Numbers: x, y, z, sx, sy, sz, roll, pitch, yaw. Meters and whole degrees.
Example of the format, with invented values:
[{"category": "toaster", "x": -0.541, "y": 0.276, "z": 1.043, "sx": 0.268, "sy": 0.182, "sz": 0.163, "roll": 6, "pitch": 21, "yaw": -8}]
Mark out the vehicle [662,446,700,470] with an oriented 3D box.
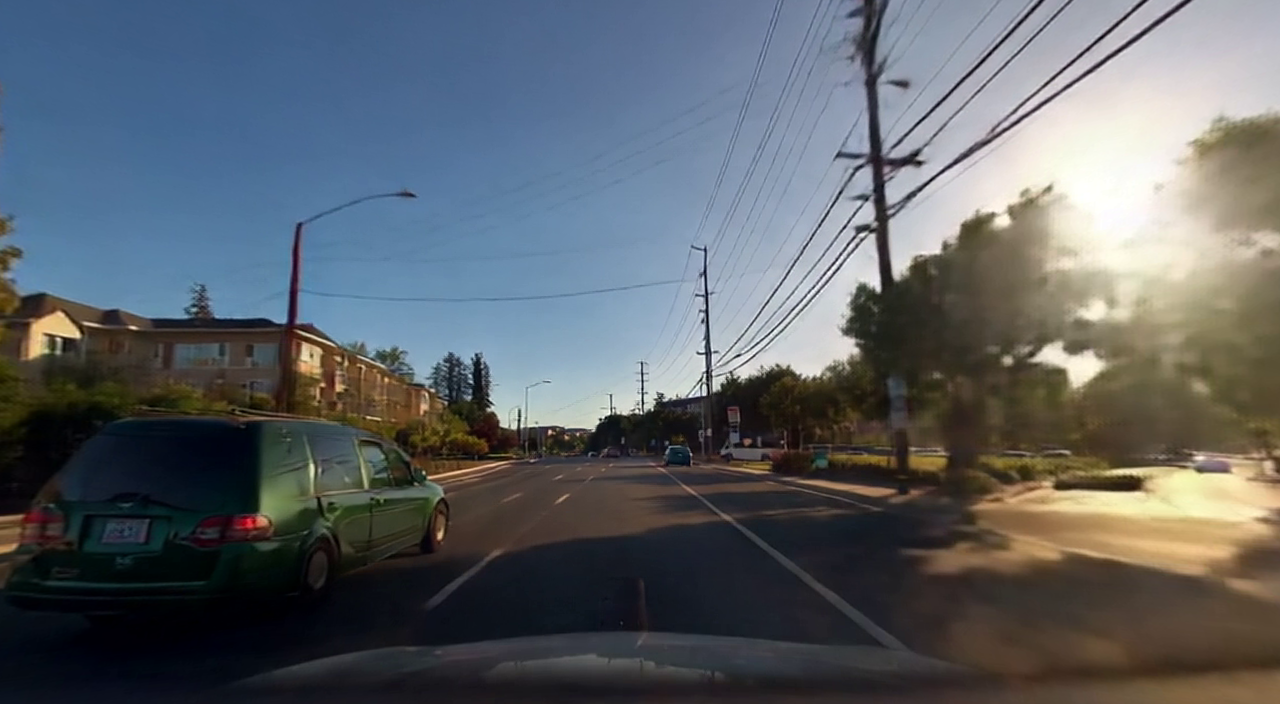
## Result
[{"category": "vehicle", "x": 2.643, "y": 6.994, "z": 41.810, "sx": 2.015, "sy": 1.467, "sz": 4.117, "roll": 0, "pitch": -9, "yaw": -3}]
